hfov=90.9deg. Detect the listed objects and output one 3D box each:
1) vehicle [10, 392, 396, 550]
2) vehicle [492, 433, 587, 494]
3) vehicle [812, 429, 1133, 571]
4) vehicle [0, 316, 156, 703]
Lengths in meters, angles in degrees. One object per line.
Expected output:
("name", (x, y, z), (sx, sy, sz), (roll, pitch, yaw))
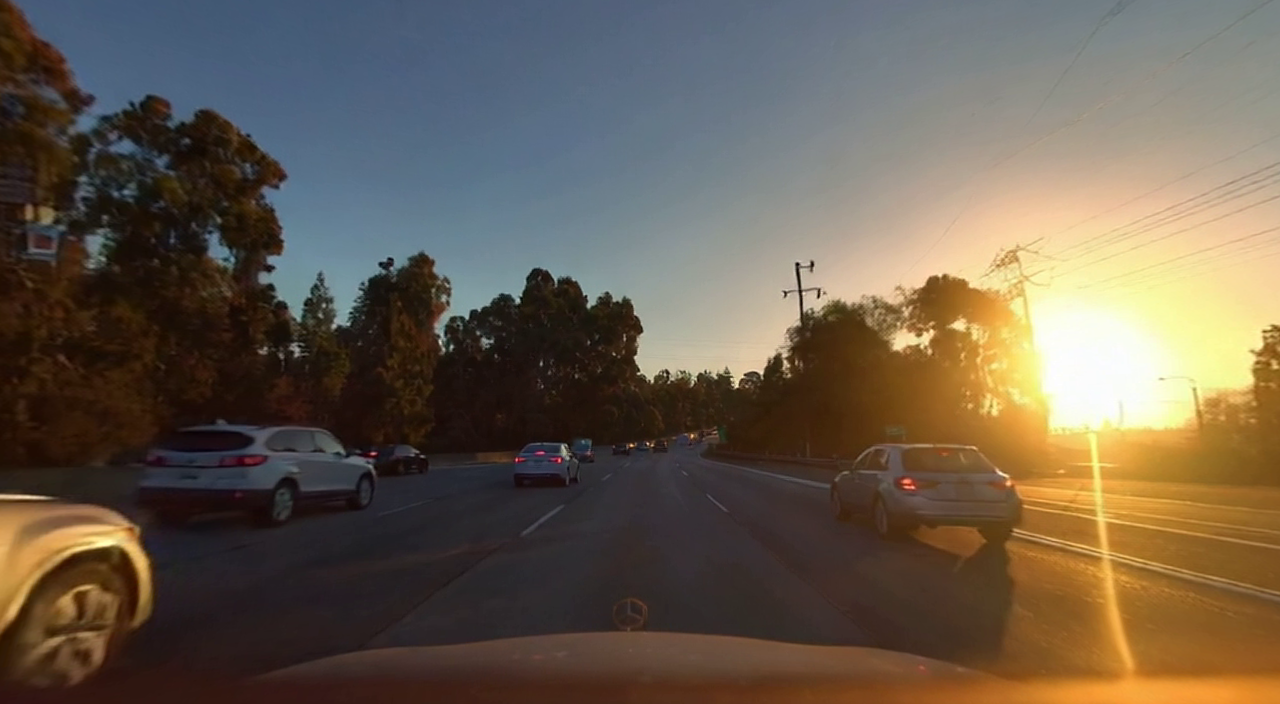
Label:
("vehicle", (-6.827, 1.973, 11.146), (2.658, 2.048, 5.689), (0, -8, 1))
("vehicle", (-2.991, 3.447, 19.896), (2.133, 1.668, 4.505), (0, -8, 2))
("vehicle", (4.144, 1.901, 9.014), (2.022, 1.472, 4.678), (0, -8, 0))
("vehicle", (-3.402, 0.531, 0.643), (2.133, 1.775, 4.530), (0, -8, 1))
